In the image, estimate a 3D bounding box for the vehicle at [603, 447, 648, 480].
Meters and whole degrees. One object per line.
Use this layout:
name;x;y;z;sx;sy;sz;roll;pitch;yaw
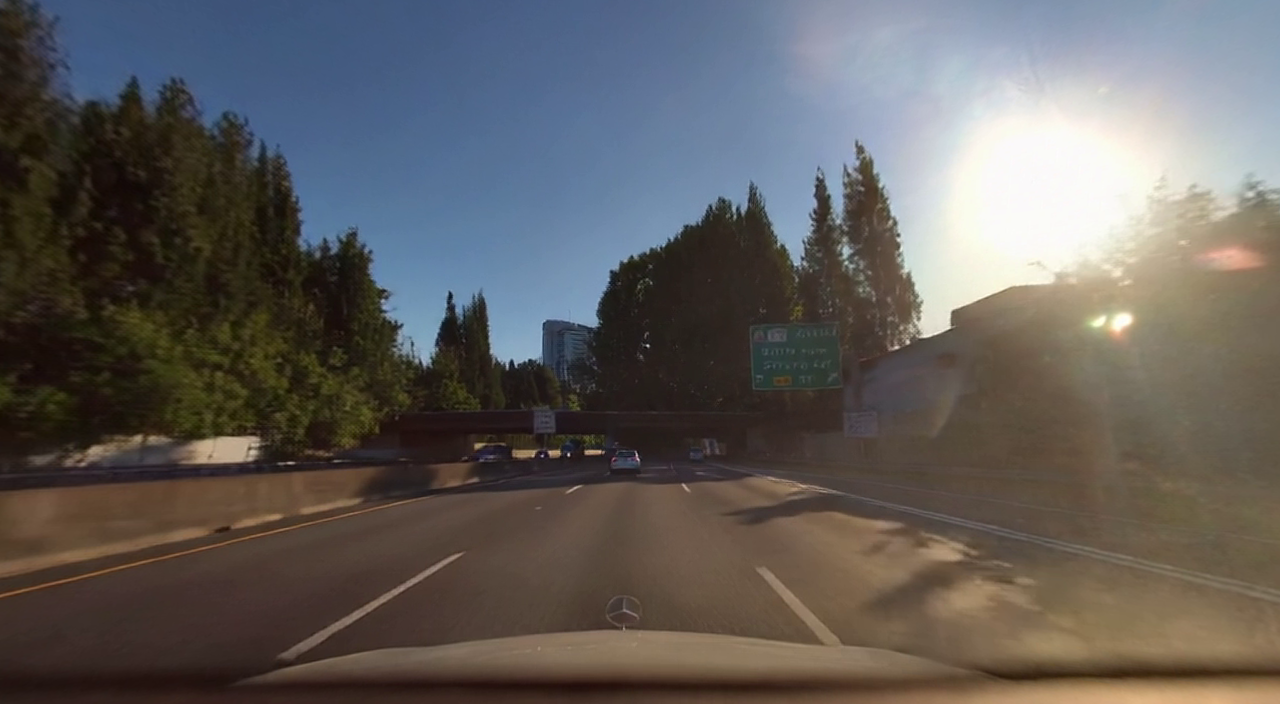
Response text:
vehicle;-0.675;5.639;32.109;2.035;1.513;4.272;-1;-9;2
